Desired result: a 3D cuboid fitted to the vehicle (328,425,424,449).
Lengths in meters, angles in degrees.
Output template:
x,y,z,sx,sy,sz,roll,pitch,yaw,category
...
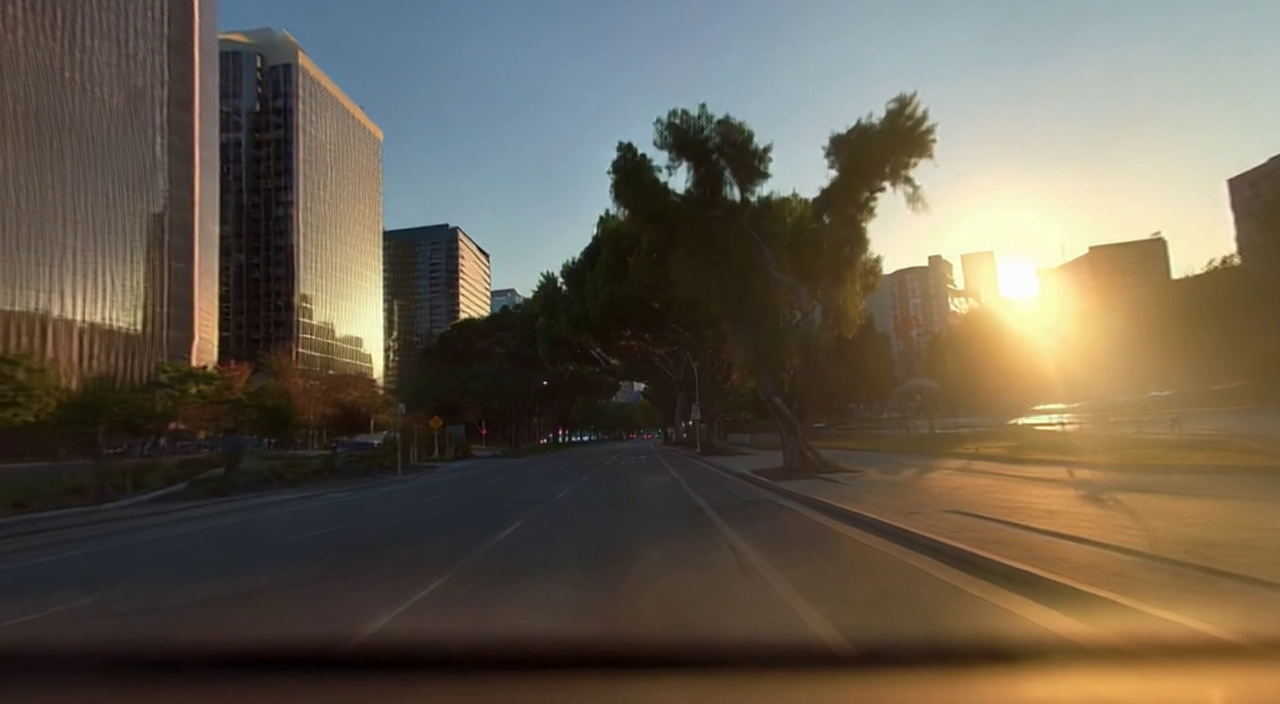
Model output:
x,y,z,sx,sy,sz,roll,pitch,yaw,category
-18.385,5.918,44.090,5.962,1.458,1.711,1,-9,3,vehicle
